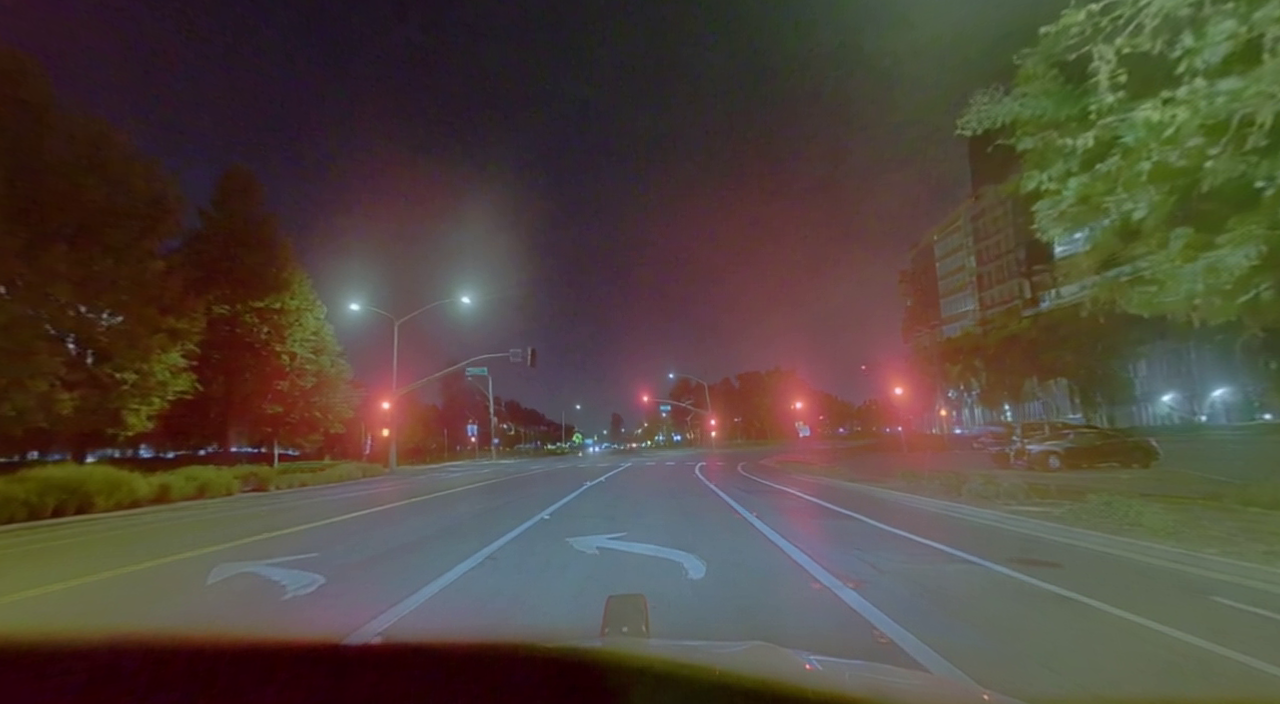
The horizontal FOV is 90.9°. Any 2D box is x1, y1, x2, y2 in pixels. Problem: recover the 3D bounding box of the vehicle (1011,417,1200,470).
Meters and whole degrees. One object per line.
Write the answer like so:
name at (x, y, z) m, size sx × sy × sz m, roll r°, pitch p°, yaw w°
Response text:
vehicle at (13.888, 2.760, 18.994) m, size 4.167 × 1.476 × 1.871 m, roll 0°, pitch -8°, yaw 0°
